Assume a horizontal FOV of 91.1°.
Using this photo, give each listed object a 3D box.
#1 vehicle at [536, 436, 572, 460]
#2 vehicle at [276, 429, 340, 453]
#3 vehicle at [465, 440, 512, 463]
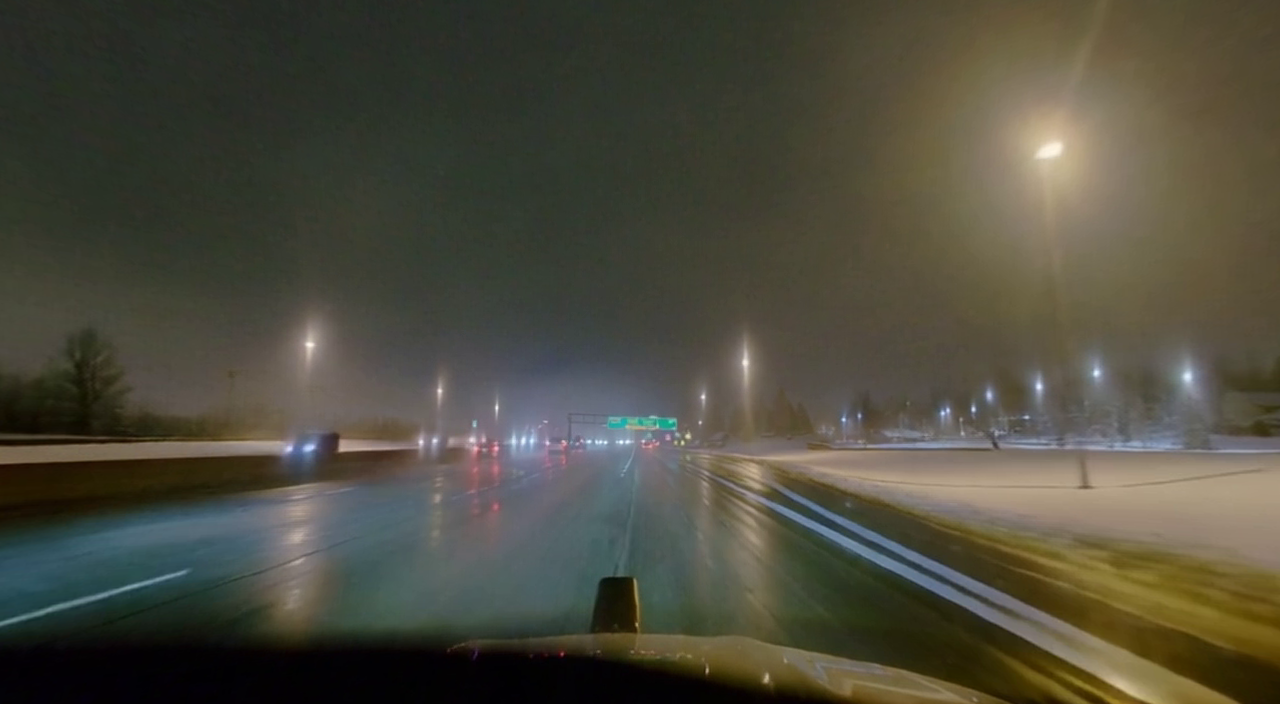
[{"bbox_3d":[-6.200,6.998,45.862,1.979,1.646,4.096,0,-8,1],"label":"vehicle"},{"bbox_3d":[-21.846,5.855,41.534,1.831,1.474,4.134,0,-8,2],"label":"vehicle"},{"bbox_3d":[-9.788,6.446,41.017,1.976,1.413,4.088,0,-8,1],"label":"vehicle"}]
